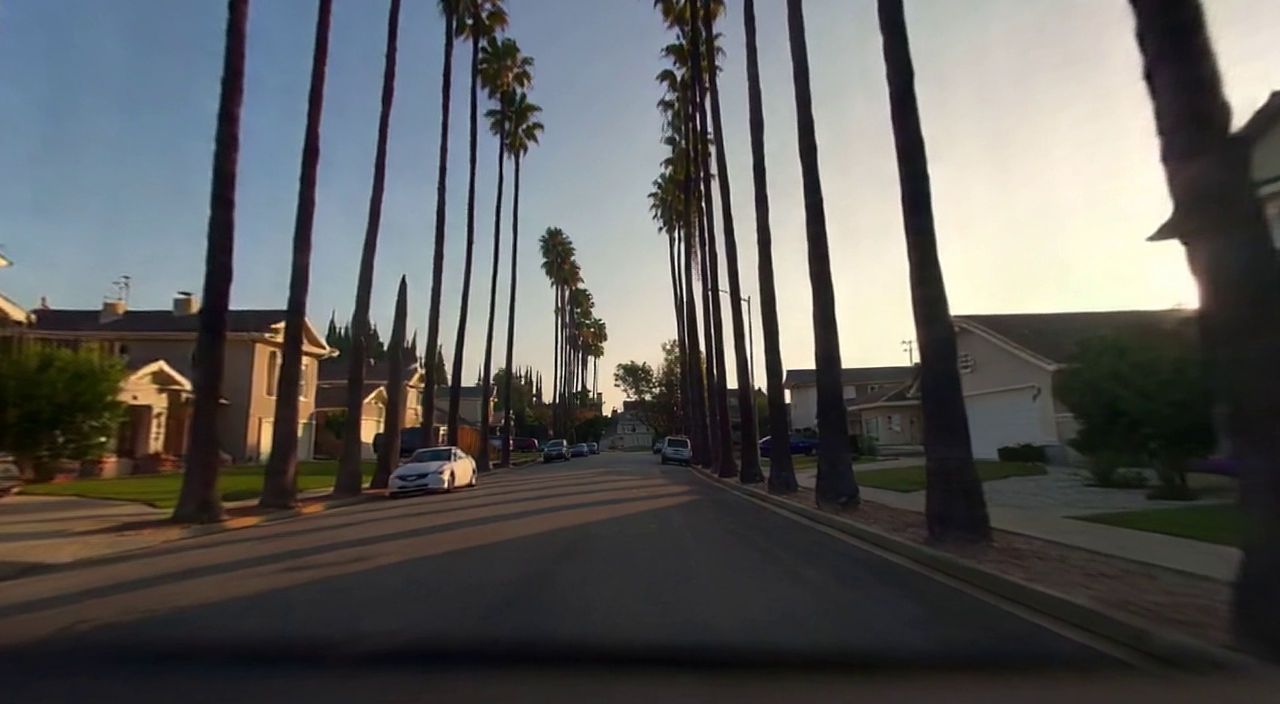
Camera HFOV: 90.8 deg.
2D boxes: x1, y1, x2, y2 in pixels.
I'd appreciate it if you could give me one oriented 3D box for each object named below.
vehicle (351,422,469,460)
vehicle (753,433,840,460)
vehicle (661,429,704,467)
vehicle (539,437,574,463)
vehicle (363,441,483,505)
[{"bbox_3d":[-12.165,4.769,33.786,5.340,1.948,2.398,0,-9,-1],"label":"vehicle"},{"bbox_3d":[9.099,5.554,36.982,4.643,1.520,1.826,0,-8,1],"label":"vehicle"},{"bbox_3d":[2.468,5.775,38.040,2.184,2.038,6.212,0,-8,0],"label":"vehicle"},{"bbox_3d":[-6.127,7.222,46.862,2.147,1.823,4.725,0,-7,-3],"label":"vehicle"},{"bbox_3d":[-5.899,3.295,17.807,1.949,1.511,4.466,0,-8,-2],"label":"vehicle"}]
